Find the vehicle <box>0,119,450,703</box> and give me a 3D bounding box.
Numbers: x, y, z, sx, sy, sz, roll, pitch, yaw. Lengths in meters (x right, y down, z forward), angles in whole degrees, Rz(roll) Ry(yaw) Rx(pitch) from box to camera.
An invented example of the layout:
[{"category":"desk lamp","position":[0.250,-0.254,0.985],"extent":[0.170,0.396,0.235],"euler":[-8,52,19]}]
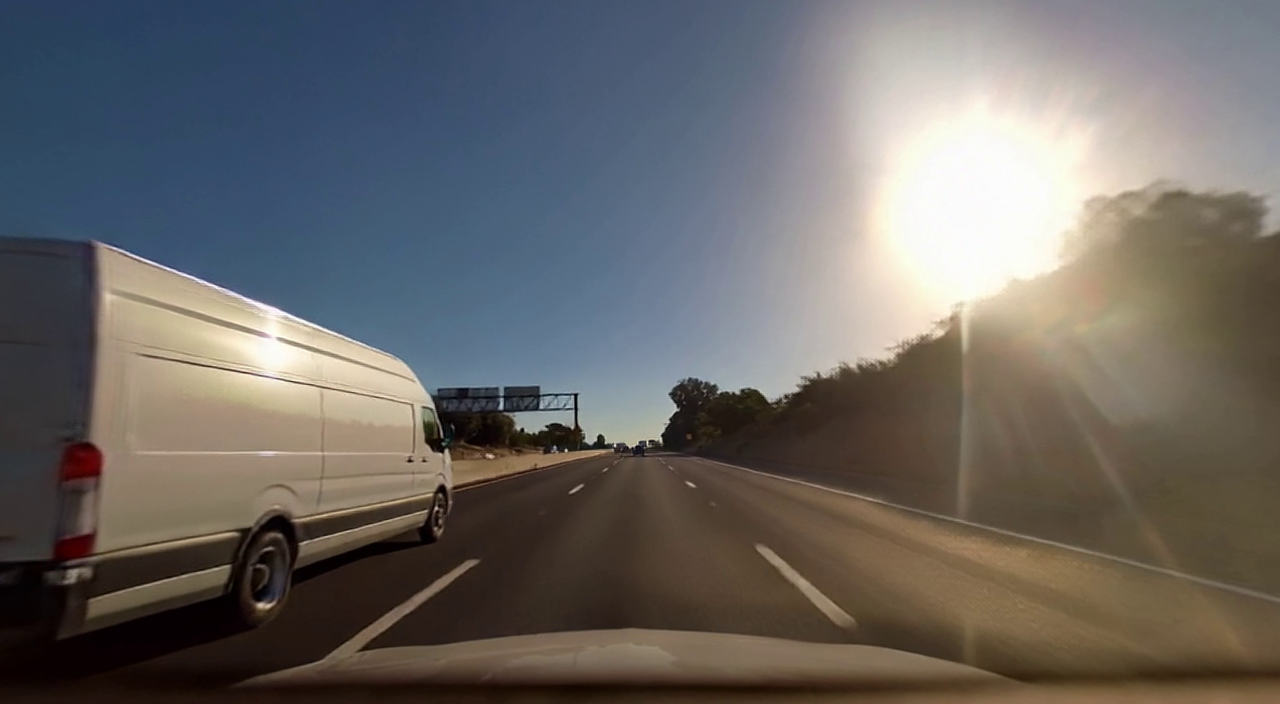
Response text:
[{"category":"vehicle","position":[-3.924,0.747,5.490],"extent":[2.443,2.586,6.701],"euler":[0,-8,0]}]
